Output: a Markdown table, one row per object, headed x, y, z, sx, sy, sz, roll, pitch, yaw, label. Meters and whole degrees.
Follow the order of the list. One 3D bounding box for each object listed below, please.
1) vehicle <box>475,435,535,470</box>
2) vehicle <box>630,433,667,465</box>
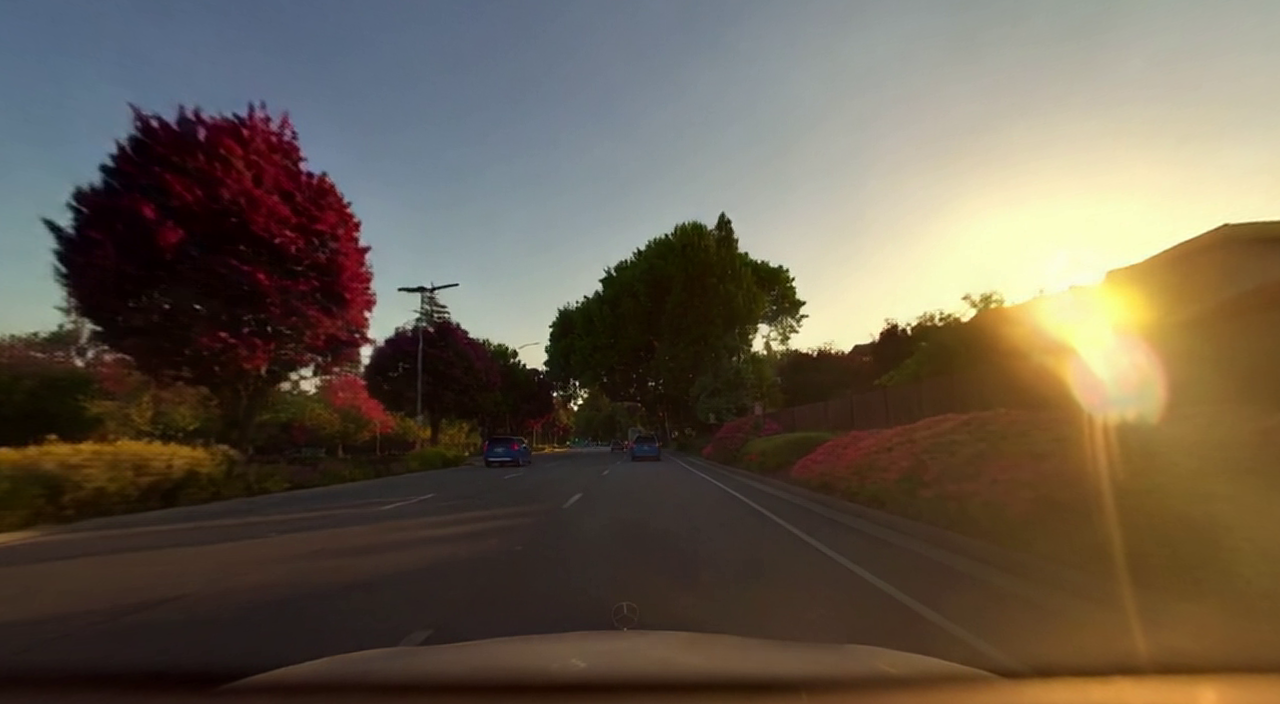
| x | y | z | sx | sy | sz | roll | pitch | yaw | label |
| --- | --- | --- | --- | --- | --- | --- | --- | --- | --- |
| -6.757 | 5.112 | 32.226 | 1.993 | 1.657 | 4.487 | 0 | -8 | 1 | vehicle |
| 0.508 | 5.726 | 37.393 | 2.070 | 1.764 | 4.552 | 0 | -8 | 1 | vehicle |
